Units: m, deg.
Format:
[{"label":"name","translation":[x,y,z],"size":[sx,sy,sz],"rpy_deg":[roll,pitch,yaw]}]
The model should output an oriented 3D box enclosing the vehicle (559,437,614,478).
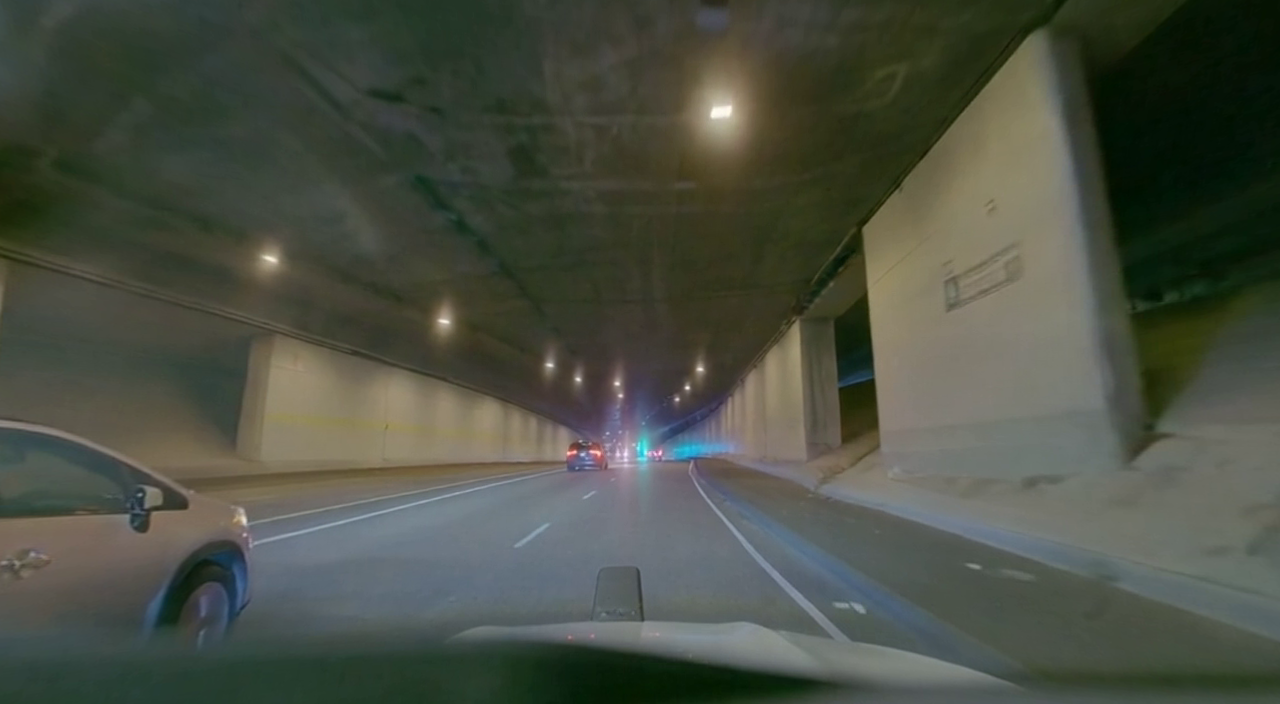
[{"label":"vehicle","translation":[-2.434,4.940,29.751],"size":[1.961,1.725,4.315],"rpy_deg":[0,-9,3]}]
